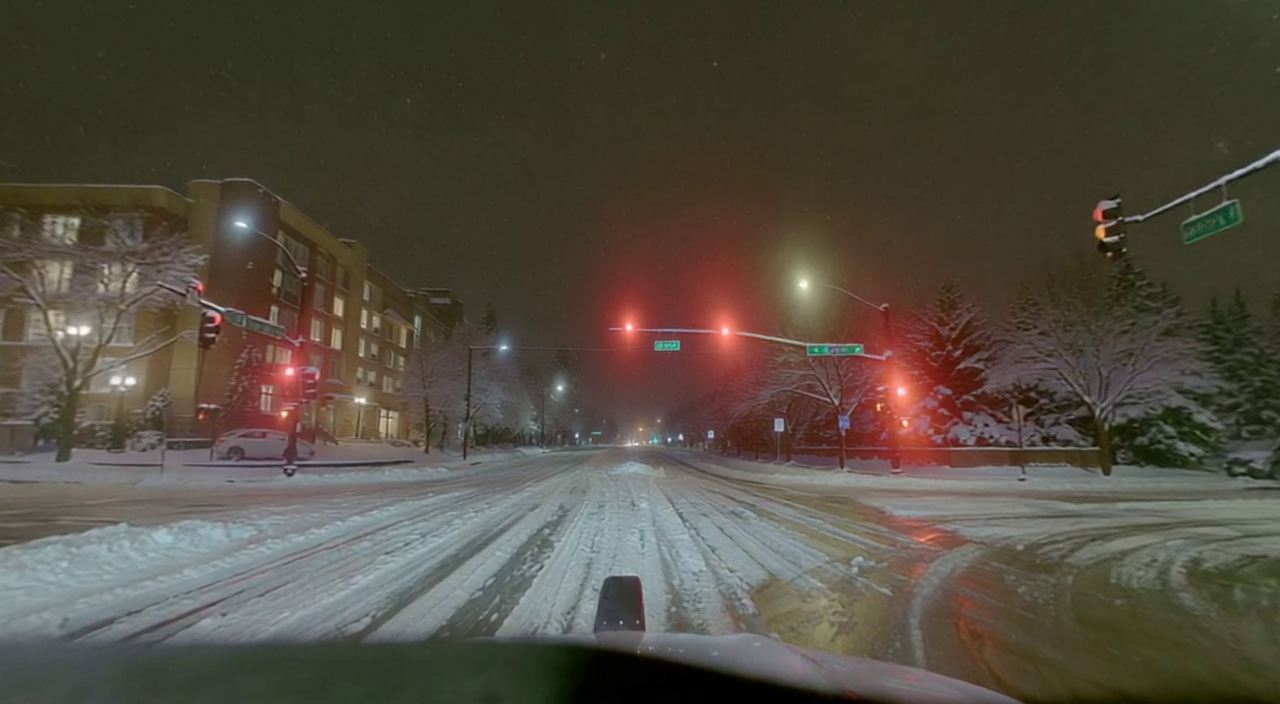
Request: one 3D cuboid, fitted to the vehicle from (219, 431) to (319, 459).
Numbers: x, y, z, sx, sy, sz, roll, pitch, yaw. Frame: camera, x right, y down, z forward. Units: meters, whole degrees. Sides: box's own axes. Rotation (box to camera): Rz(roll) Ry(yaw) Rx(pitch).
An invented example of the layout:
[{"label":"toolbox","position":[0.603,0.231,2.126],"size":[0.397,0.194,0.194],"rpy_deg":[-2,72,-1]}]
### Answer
[{"label":"vehicle","position":[-22.386,5.637,38.249],"size":[4.765,1.593,1.891],"rpy_deg":[1,-9,-7]}]
